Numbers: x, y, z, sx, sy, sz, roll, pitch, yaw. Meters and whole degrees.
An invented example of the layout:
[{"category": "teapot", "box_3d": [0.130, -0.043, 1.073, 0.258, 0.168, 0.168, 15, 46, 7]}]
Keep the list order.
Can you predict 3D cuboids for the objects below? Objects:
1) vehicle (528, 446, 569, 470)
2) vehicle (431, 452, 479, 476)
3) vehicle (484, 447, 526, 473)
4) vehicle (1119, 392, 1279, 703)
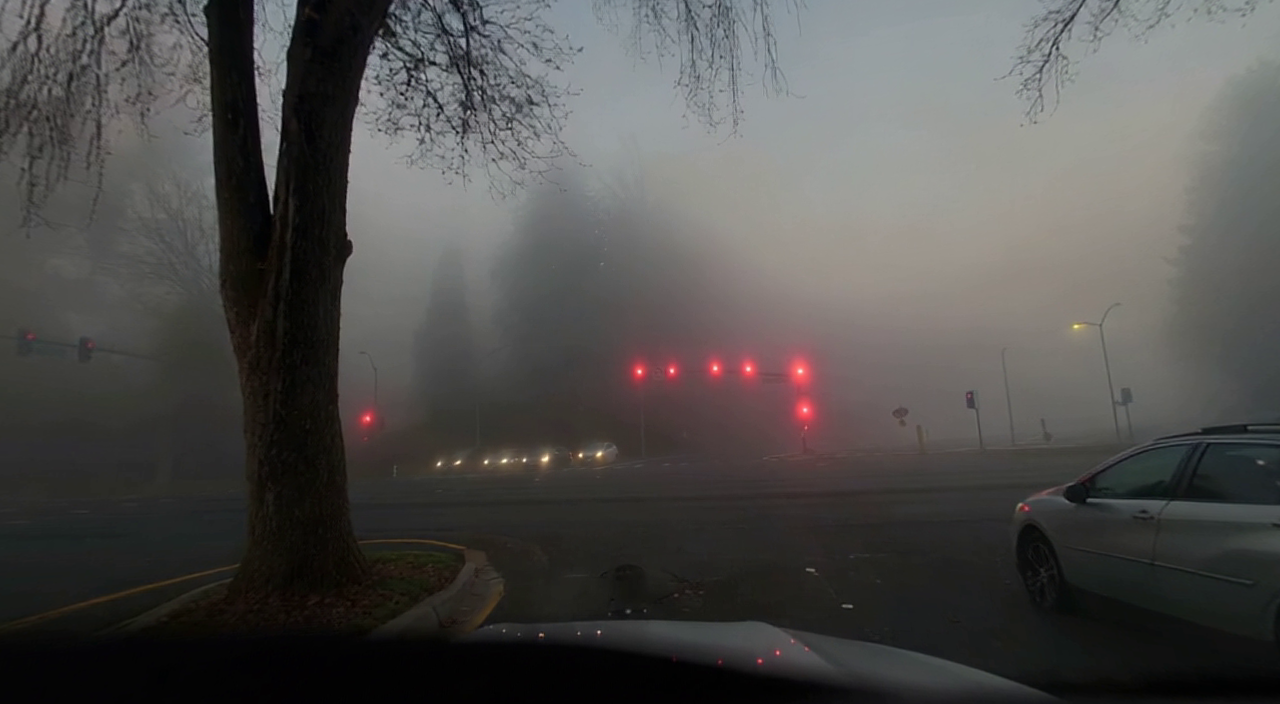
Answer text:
[{"category": "vehicle", "box_3d": [-6.564, 7.608, 45.504, 2.126, 1.657, 4.307, -1, -9, 2]}, {"category": "vehicle", "box_3d": [-13.395, 8.109, 45.975, 2.101, 1.637, 4.304, 0, -9, 1]}, {"category": "vehicle", "box_3d": [-9.773, 7.829, 45.924, 2.064, 1.725, 4.243, 0, -9, 1]}, {"category": "vehicle", "box_3d": [3.058, 0.619, 0.410, 1.978, 1.468, 4.544, 0, -9, 1]}]
